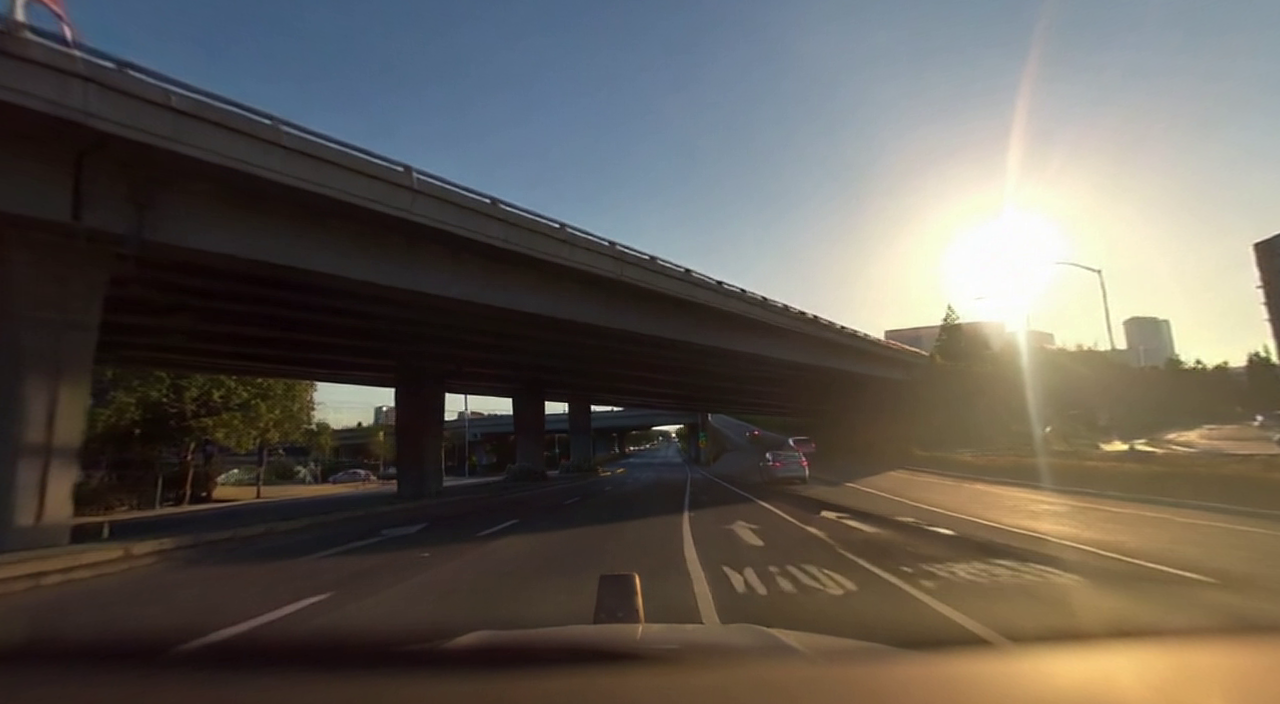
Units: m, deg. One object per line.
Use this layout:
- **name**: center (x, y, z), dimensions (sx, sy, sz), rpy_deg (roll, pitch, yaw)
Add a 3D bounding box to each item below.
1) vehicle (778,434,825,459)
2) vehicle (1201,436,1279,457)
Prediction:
- **vehicle**: center (10.356, 6.091, 40.833), dimensions (2.048, 1.516, 3.874), rpy_deg (0, -9, 1)
- **vehicle**: center (43.319, 6.760, 45.004), dimensions (1.776, 1.432, 4.541), rpy_deg (4, -9, -22)
